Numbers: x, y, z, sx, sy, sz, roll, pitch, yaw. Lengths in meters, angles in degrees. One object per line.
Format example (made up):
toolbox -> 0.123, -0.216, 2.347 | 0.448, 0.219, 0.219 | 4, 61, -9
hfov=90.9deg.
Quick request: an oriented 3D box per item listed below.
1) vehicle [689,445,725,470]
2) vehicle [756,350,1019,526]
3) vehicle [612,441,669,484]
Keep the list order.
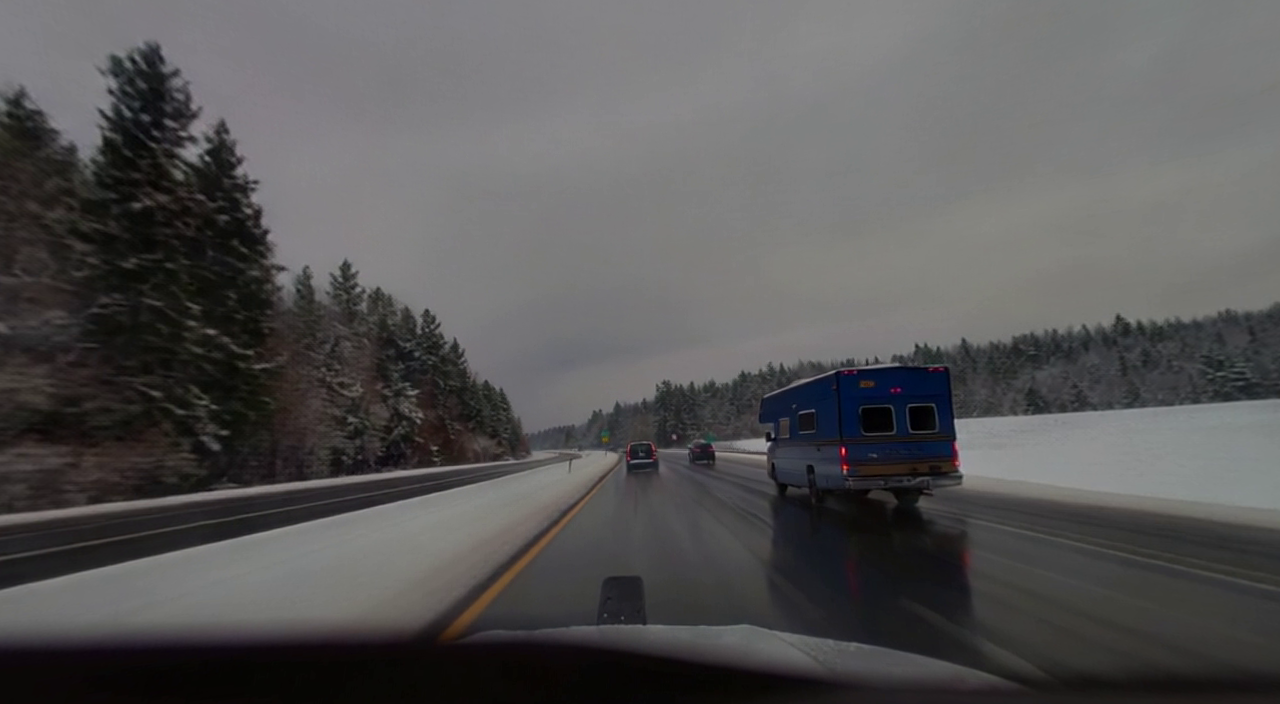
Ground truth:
vehicle -> 4.079, 6.437, 38.677 | 1.757, 1.459, 3.398 | 0, -9, -1
vehicle -> 4.621, 1.907, 13.719 | 2.745, 2.832, 7.035 | 0, -9, -1
vehicle -> -0.003, 4.438, 25.542 | 2.120, 1.575, 4.018 | 0, -9, -1
